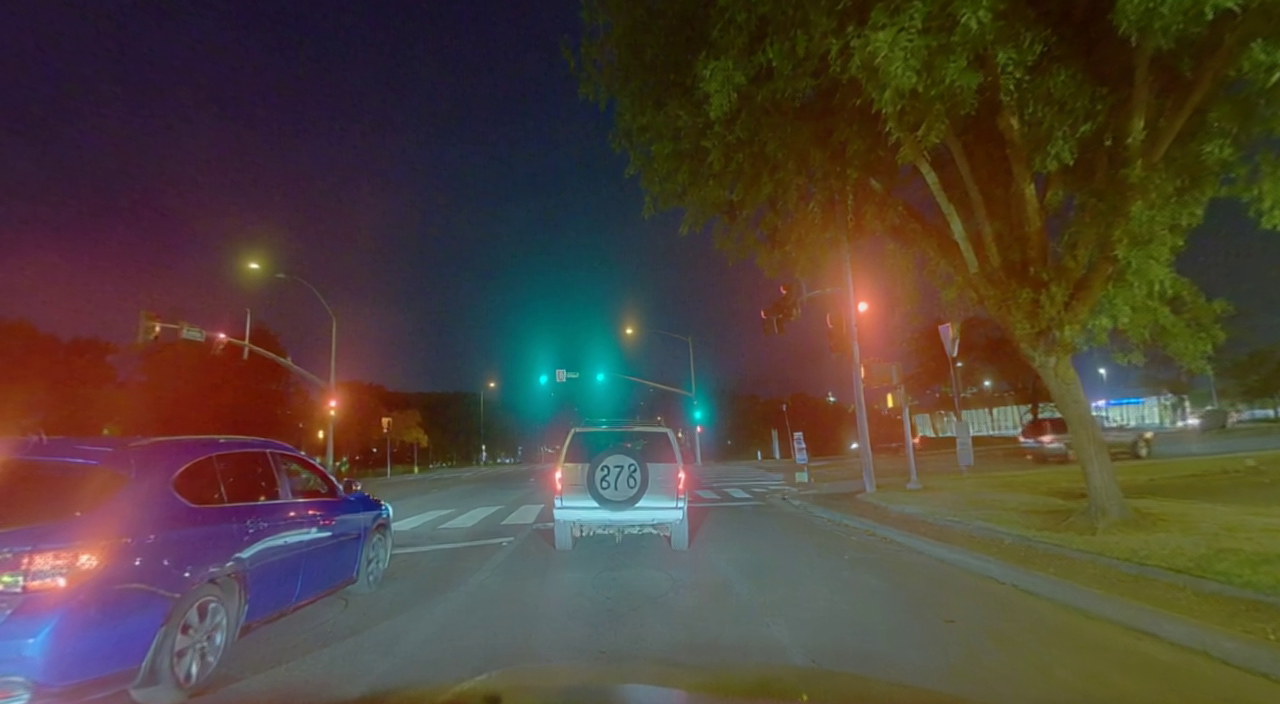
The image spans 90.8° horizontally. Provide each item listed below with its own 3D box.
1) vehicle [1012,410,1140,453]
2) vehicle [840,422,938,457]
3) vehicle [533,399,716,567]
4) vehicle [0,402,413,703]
[{"bbox_3d":[21.423,3.913,31.082,5.215,1.967,2.392,1,-9,-19],"label":"vehicle"},{"bbox_3d":[14.022,4.941,35.593,4.872,1.806,2.107,3,-9,-20],"label":"vehicle"},{"bbox_3d":[-0.186,1.796,9.342,2.059,1.877,4.249,0,-8,0],"label":"vehicle"},{"bbox_3d":[-3.377,1.261,4.554,2.011,1.527,4.008,0,-8,-1],"label":"vehicle"}]
